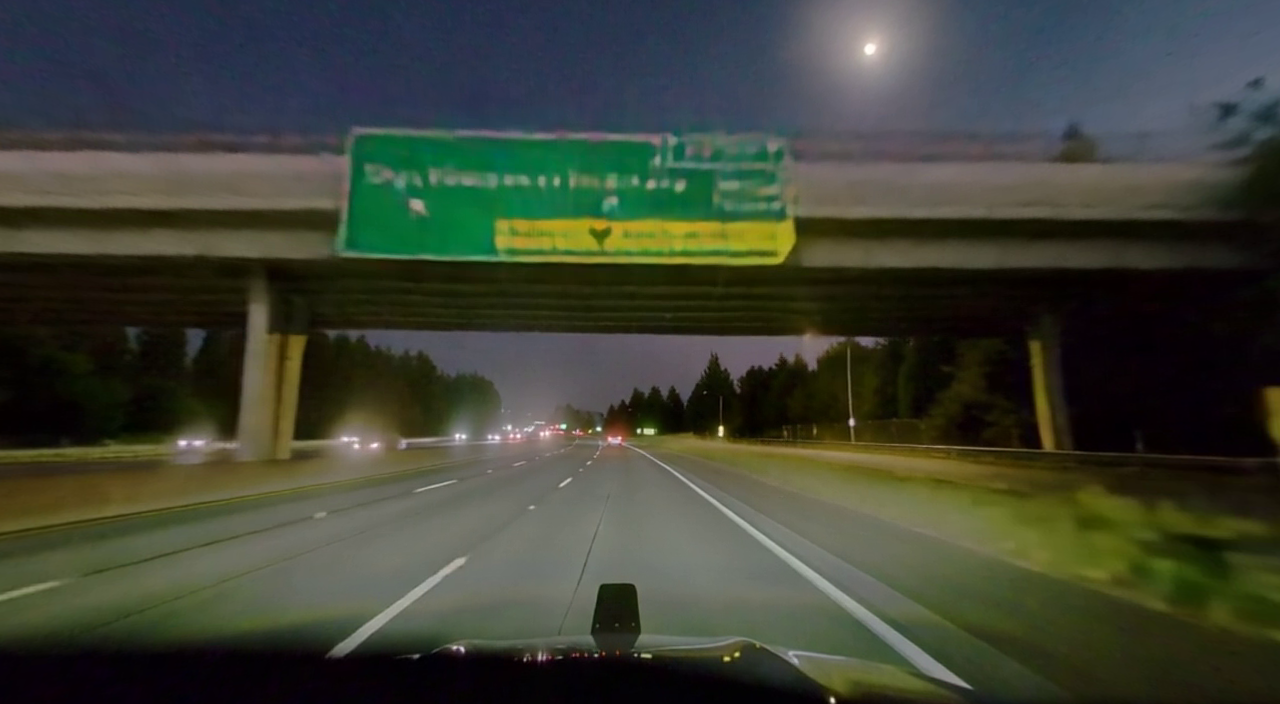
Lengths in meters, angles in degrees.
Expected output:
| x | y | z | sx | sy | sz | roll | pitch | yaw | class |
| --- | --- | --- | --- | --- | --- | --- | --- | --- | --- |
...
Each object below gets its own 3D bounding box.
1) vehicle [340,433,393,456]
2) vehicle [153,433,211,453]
| x | y | z | sx | sy | sz | roll | pitch | yaw | class |
| --- | --- | --- | --- | --- | --- | --- | --- | --- | --- |
| -19.207 | 6.502 | 44.354 | 1.888 | 1.487 | 4.438 | 0 | -8 | -2 | vehicle |
| -34.594 | 6.896 | 47.578 | 1.673 | 1.422 | 3.610 | 0 | -8 | -2 | vehicle |
